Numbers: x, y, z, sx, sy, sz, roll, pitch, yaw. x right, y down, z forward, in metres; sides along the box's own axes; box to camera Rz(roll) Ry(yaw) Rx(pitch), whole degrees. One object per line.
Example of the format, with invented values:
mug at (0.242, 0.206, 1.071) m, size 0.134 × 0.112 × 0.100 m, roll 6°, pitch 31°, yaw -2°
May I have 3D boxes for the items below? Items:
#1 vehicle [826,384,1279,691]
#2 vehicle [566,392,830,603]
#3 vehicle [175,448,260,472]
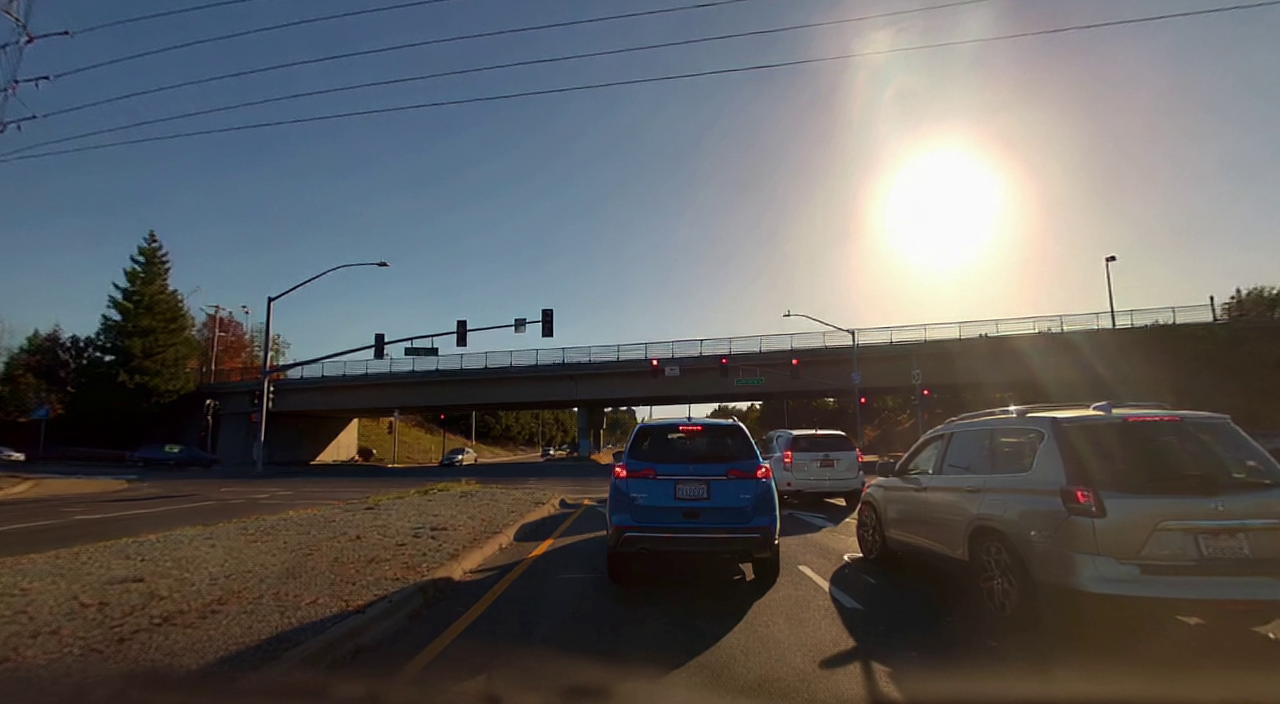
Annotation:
vehicle at (3.401, 1.339, 5.785) m, size 1.990 × 1.649 × 4.625 m, roll 0°, pitch -8°, yaw 0°
vehicle at (0.443, 1.557, 7.621) m, size 2.240 × 1.778 × 4.335 m, roll 0°, pitch -8°, yaw -1°
vehicle at (-26.500, 6.743, 39.602) m, size 4.647 × 1.453 × 1.881 m, roll -3°, pitch -9°, yaw 19°
